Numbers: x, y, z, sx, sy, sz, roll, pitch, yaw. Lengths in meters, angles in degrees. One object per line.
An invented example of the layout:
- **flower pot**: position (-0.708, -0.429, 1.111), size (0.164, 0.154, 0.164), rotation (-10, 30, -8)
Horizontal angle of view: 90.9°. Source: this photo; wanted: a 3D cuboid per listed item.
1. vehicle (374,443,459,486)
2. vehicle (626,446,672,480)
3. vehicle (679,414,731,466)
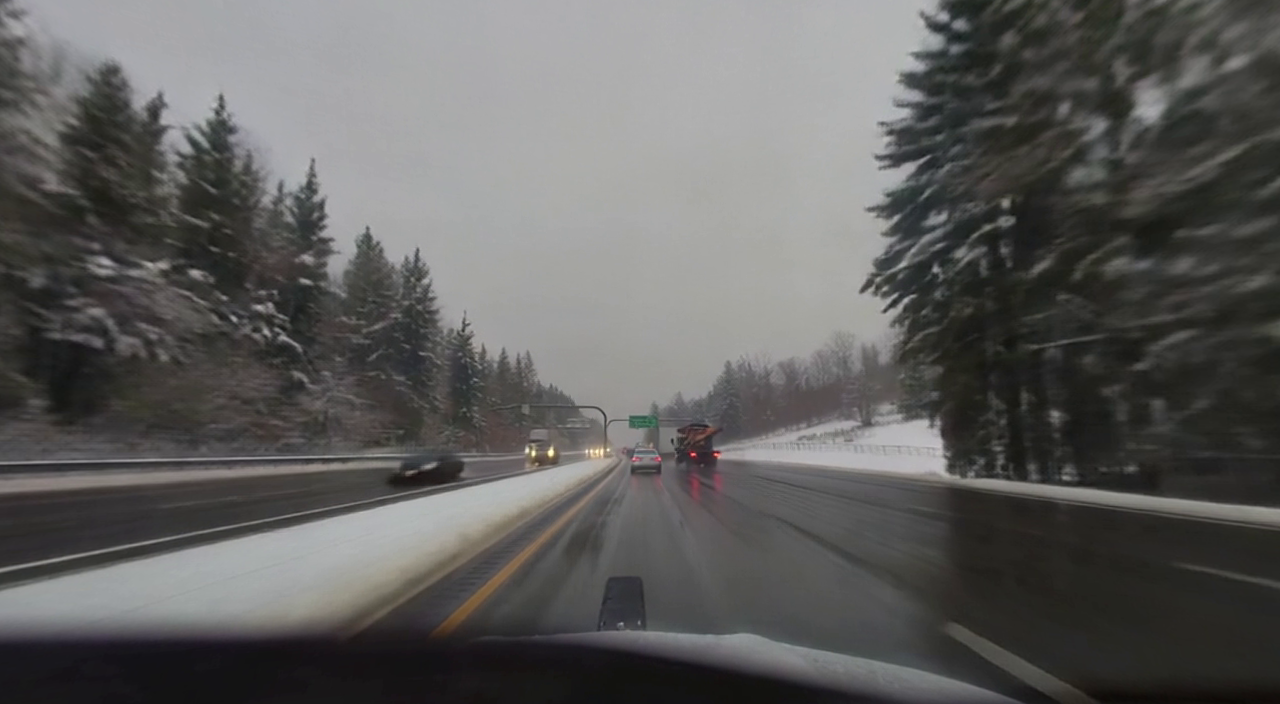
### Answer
- **vehicle**: position (-8.601, 4.353, 24.697), size (1.834, 1.488, 4.253), rotation (0, -9, -1)
- **vehicle**: position (0.402, 5.310, 30.445), size (2.069, 1.523, 4.012), rotation (0, -9, 0)
- **vehicle**: position (4.319, 6.092, 43.349), size (2.600, 3.282, 7.635), rotation (0, -9, -1)
